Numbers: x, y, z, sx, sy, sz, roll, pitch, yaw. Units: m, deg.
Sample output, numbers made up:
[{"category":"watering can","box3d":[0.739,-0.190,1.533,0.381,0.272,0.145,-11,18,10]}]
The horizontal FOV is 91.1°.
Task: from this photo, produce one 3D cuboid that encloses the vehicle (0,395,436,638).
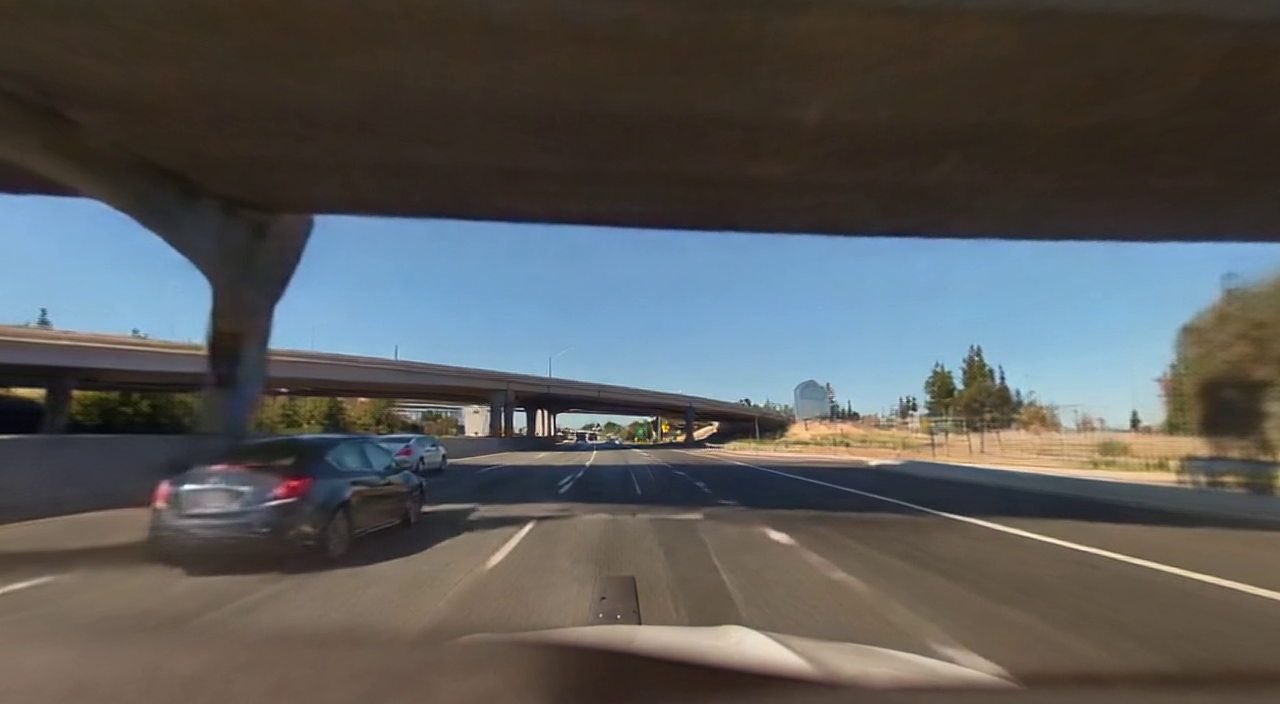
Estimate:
[{"category":"vehicle","box3d":[-4.014,1.421,6.668,2.123,1.601,4.887,0,-8,-1]}]
